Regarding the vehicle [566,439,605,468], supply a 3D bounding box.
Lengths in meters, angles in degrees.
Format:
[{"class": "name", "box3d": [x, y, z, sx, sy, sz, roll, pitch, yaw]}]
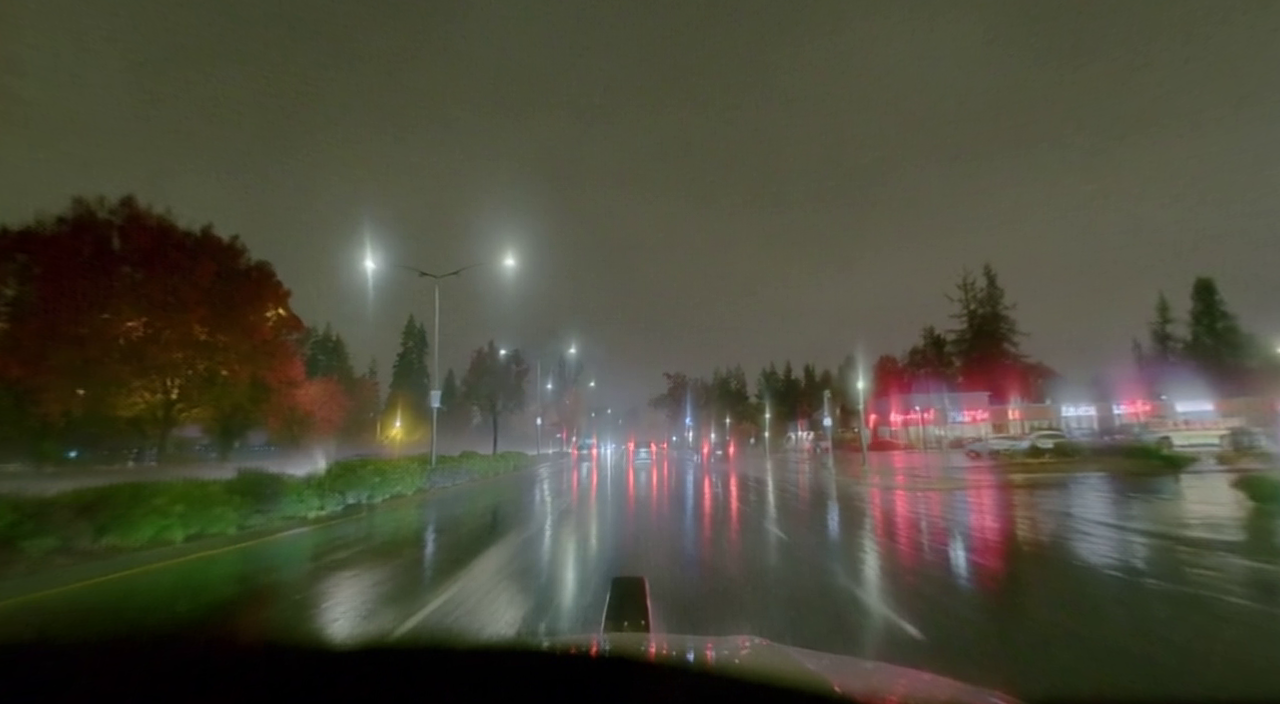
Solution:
[{"class": "vehicle", "box3d": [-3.223, 6.127, 38.206, 1.995, 1.607, 4.086, 0, -8, 0]}]

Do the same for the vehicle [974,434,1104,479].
[{"class": "vehicle", "box3d": [15.038, 3.951, 24.133, 2.099, 1.526, 4.555, -1, -8, 2]}]

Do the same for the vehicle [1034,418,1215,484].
[{"class": "vehicle", "box3d": [17.450, 3.632, 23.232, 2.131, 2.070, 5.579, -1, -8, -1]}]

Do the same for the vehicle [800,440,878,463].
[{"class": "vehicle", "box3d": [13.053, 6.550, 41.617, 4.622, 1.469, 1.934, -2, -9, 10]}]

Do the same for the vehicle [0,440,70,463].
[{"class": "vehicle", "box3d": [-45.390, 7.351, 46.715, 2.029, 1.654, 4.555, 0, -8, -2]}]

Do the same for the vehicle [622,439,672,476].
[{"class": "vehicle", "box3d": [0.276, 4.637, 27.989, 2.059, 1.477, 4.216, 0, -8, 0]}]

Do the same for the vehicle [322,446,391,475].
[{"class": "vehicle", "box3d": [-15.657, 5.987, 35.088, 1.796, 1.466, 4.362, 0, -8, 1]}]

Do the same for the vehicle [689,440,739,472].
[{"class": "vehicle", "box3d": [3.627, 5.227, 31.816, 2.012, 1.462, 4.400, 0, -8, 0]}]
